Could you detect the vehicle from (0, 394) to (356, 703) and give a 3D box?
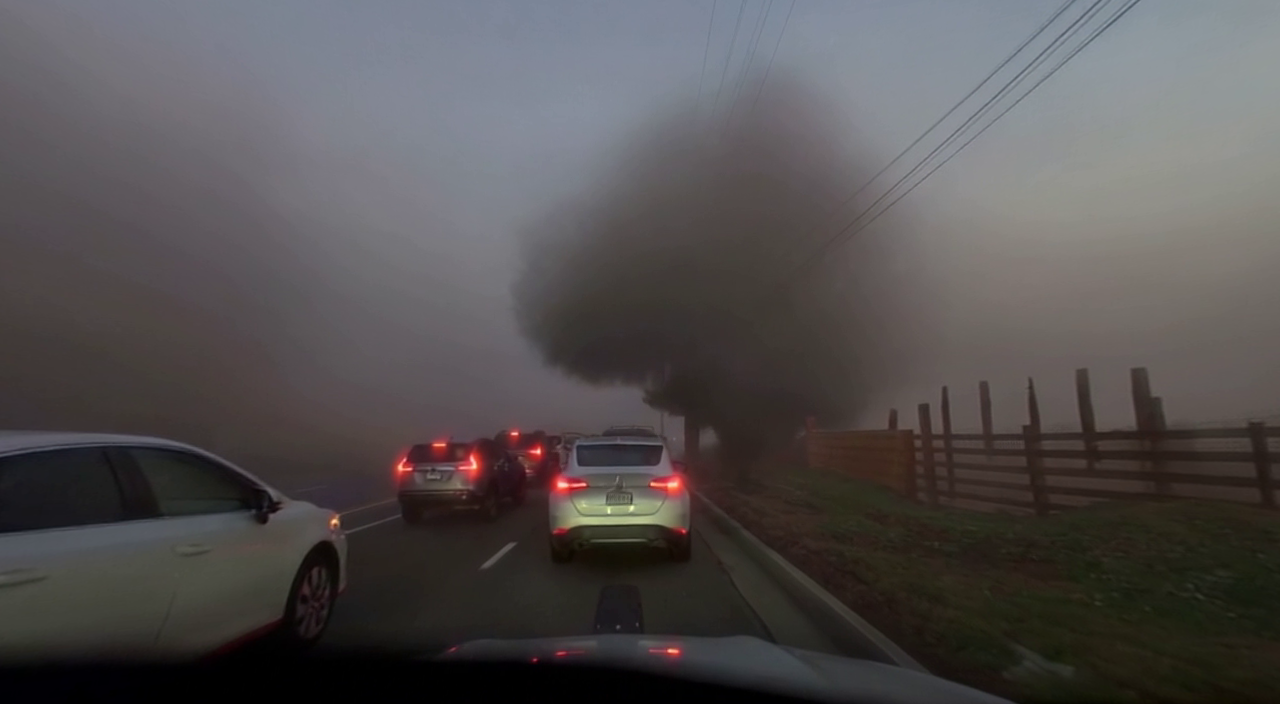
[{"bbox_3d":[-3.161,0.948,2.386,1.980,1.520,4.636,0,-8,0],"label":"vehicle"}]

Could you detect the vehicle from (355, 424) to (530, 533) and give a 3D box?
[{"bbox_3d":[-3.228,2.135,11.118,1.850,1.582,3.688,0,-8,0],"label":"vehicle"}]

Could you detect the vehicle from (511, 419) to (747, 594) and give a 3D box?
[{"bbox_3d":[-0.131,1.598,7.334,1.995,1.460,3.865,0,-8,-1],"label":"vehicle"}]
